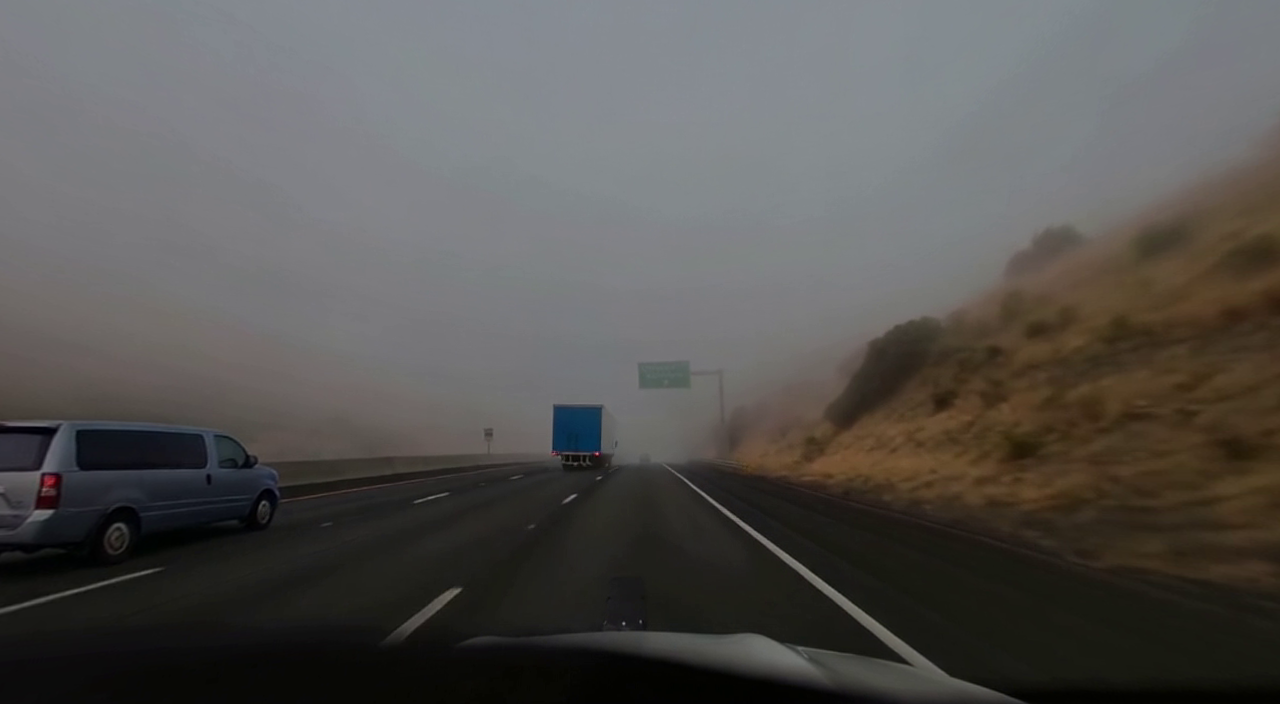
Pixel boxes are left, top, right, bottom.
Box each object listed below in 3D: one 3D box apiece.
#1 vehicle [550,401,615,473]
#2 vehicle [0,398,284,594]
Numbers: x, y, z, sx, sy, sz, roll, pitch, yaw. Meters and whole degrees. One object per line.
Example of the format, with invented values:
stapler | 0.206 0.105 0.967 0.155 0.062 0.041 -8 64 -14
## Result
vehicle | -3.581 5.932 43.629 2.893 4.073 15.281 0 -8 0
vehicle | -7.252 1.699 8.198 2.175 1.860 5.236 0 -8 0
